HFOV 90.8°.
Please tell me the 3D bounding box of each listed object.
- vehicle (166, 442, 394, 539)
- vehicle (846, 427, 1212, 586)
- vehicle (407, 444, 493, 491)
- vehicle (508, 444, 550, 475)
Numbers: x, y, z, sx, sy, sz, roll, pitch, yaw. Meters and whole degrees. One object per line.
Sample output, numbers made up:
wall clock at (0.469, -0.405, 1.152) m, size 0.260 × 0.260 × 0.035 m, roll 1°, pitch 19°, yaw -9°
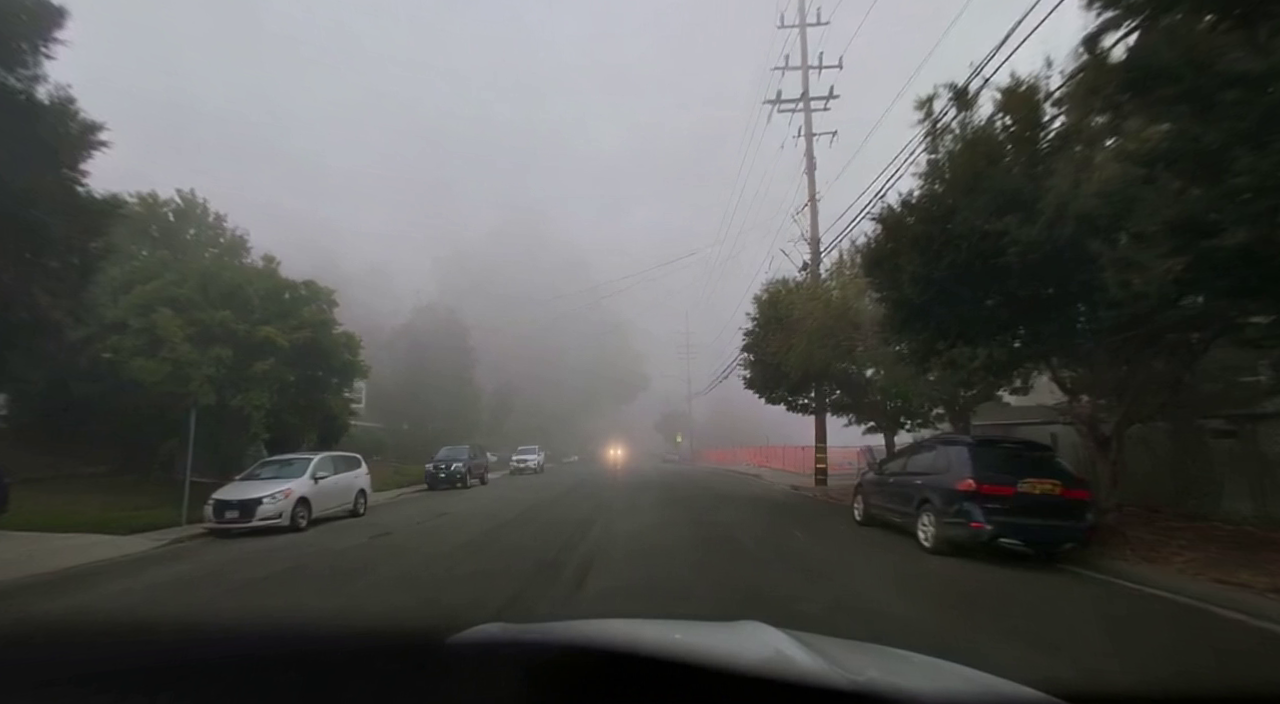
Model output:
vehicle at (-6.827, 2.664, 12.743) m, size 1.934 × 1.552 × 4.636 m, roll 1°, pitch -9°, yaw -1°
vehicle at (4.515, 1.832, 8.450) m, size 2.052 × 1.514 × 4.577 m, roll 0°, pitch -8°, yaw 1°
vehicle at (-7.636, 4.651, 25.946) m, size 2.019 × 1.723 × 4.650 m, roll 0°, pitch -8°, yaw 1°
vehicle at (-6.710, 6.547, 38.565) m, size 1.932 × 1.743 × 4.079 m, roll -2°, pitch -9°, yaw -2°
